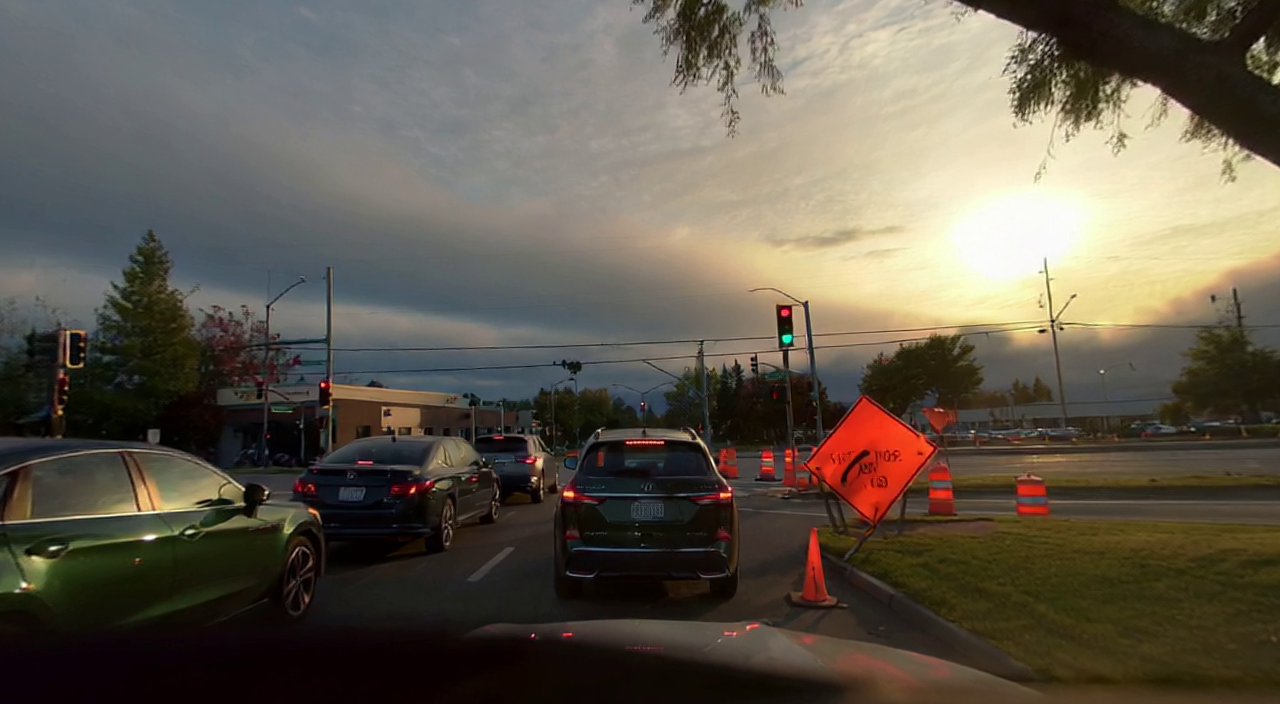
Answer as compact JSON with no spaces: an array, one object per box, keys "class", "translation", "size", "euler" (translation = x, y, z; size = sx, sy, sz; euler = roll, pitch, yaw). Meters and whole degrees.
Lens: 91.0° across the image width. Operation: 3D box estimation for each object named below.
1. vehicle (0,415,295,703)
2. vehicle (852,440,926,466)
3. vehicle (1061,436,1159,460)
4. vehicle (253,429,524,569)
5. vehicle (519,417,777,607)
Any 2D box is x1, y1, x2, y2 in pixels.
[{"class":"vehicle","translation":[-3.593,0.947,2.162],"size":[2.064,1.497,4.722],"euler":[0,-9,1]},{"class":"vehicle","translation":[16.074,6.513,40.790],"size":[4.051,1.583,1.794],"euler":[0,-9,1]},{"class":"vehicle","translation":[30.502,6.242,40.934],"size":[4.807,1.504,1.837],"euler":[0,-9,1]},{"class":"vehicle","translation":[-3.264,2.004,9.450],"size":[1.989,1.541,4.626],"euler":[0,-9,2]},{"class":"vehicle","translation":[0.109,1.626,7.212],"size":[2.167,1.560,3.676],"euler":[0,-9,1]}]
